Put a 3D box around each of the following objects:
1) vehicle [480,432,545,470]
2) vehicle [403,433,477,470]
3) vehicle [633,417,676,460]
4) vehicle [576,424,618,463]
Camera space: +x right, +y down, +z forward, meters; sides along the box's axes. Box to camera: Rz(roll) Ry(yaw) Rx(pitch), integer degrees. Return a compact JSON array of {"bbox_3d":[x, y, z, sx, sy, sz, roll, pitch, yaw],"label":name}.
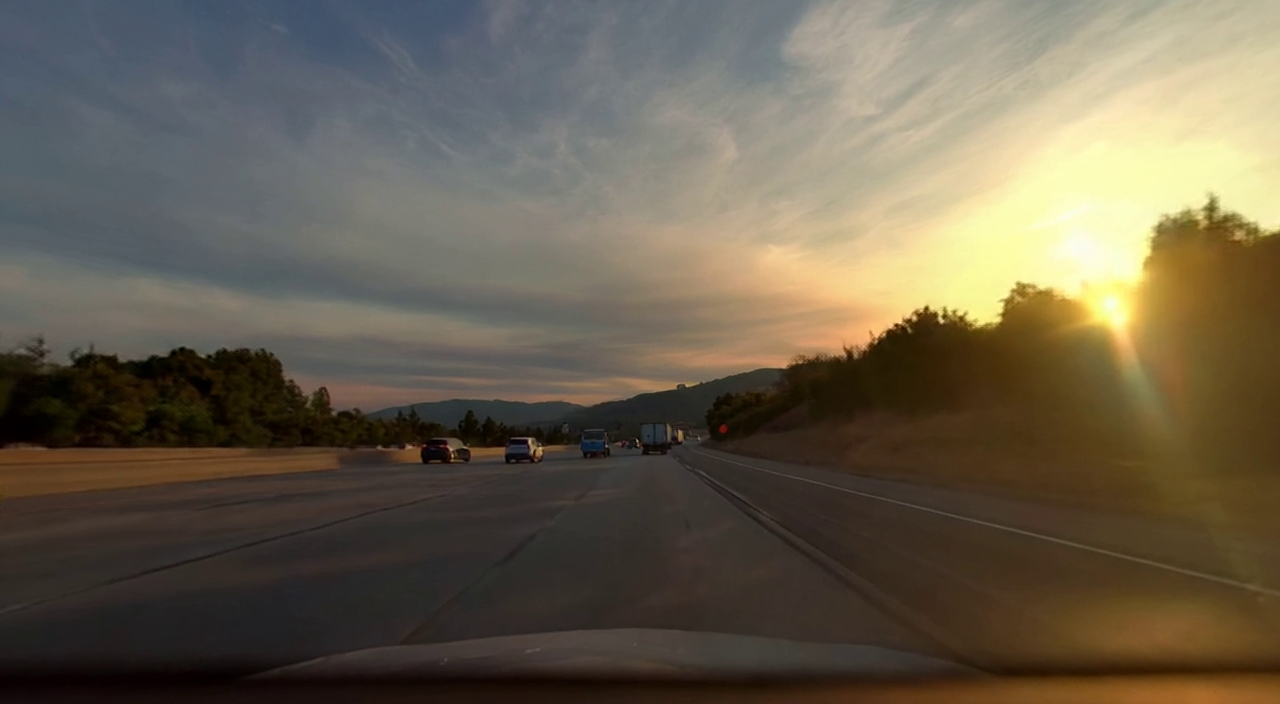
[{"bbox_3d":[-6.655,5.251,33.593,2.206,1.838,4.889,0,-8,3],"label":"vehicle"},{"bbox_3d":[-10.371,5.208,33.254,2.080,1.777,5.450,0,-8,1],"label":"vehicle"},{"bbox_3d":[1.013,6.175,44.973,2.768,2.854,6.757,0,-8,1],"label":"vehicle"},{"bbox_3d":[-2.920,6.336,43.907,2.328,2.519,5.238,0,-8,2],"label":"vehicle"}]
